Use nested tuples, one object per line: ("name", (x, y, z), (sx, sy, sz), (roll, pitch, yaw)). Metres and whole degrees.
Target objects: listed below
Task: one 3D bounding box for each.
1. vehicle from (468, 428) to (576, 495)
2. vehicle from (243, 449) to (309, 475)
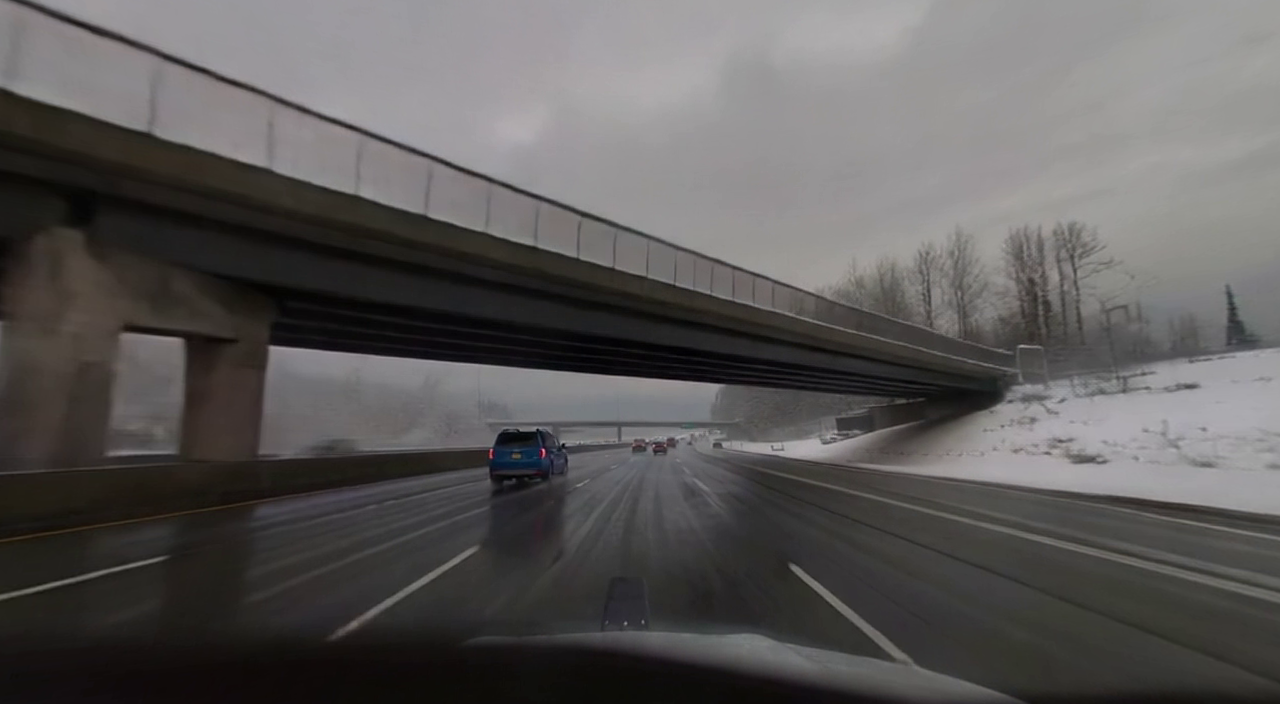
("vehicle", (-3.278, 3.145, 18.509), (2.177, 1.707, 4.432), (0, -8, 2))
("vehicle", (-22.468, 6.779, 38.982), (1.791, 1.495, 3.671), (-1, -8, 3))
